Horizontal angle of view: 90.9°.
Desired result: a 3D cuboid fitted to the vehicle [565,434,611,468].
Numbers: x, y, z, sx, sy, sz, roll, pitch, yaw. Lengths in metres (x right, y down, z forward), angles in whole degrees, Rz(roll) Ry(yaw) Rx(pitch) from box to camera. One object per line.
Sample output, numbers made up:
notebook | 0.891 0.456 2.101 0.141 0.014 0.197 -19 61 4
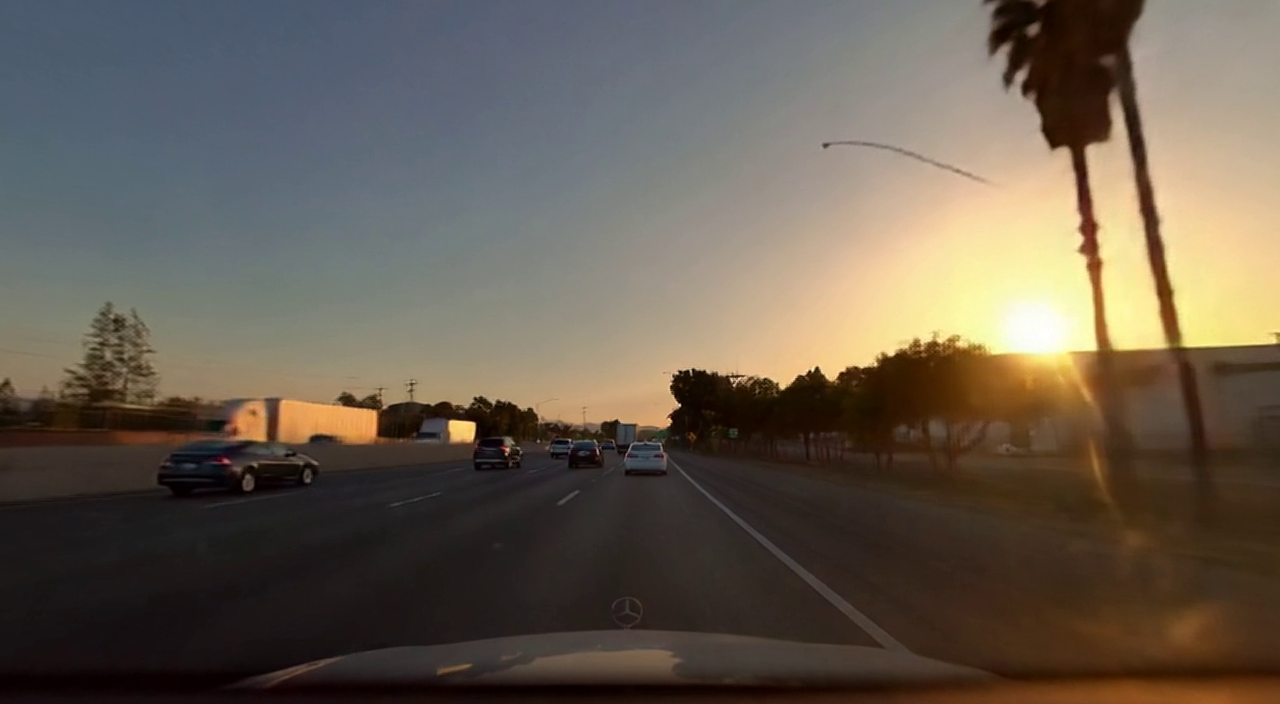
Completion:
vehicle | -2.946 5.748 36.715 2.108 1.832 4.549 0 -8 2

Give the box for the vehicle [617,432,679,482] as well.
vehicle | 0.308 3.932 23.863 2.136 1.678 4.052 0 -8 1

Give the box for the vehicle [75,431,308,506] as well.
vehicle | -10.482 2.747 15.407 1.910 1.501 5.004 0 -8 2

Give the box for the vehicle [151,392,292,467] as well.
vehicle | -23.688 4.548 36.322 3.071 3.895 6.904 0 -8 2

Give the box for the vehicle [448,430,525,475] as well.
vehicle | -6.629 4.415 27.855 2.105 1.790 4.689 0 -8 2
